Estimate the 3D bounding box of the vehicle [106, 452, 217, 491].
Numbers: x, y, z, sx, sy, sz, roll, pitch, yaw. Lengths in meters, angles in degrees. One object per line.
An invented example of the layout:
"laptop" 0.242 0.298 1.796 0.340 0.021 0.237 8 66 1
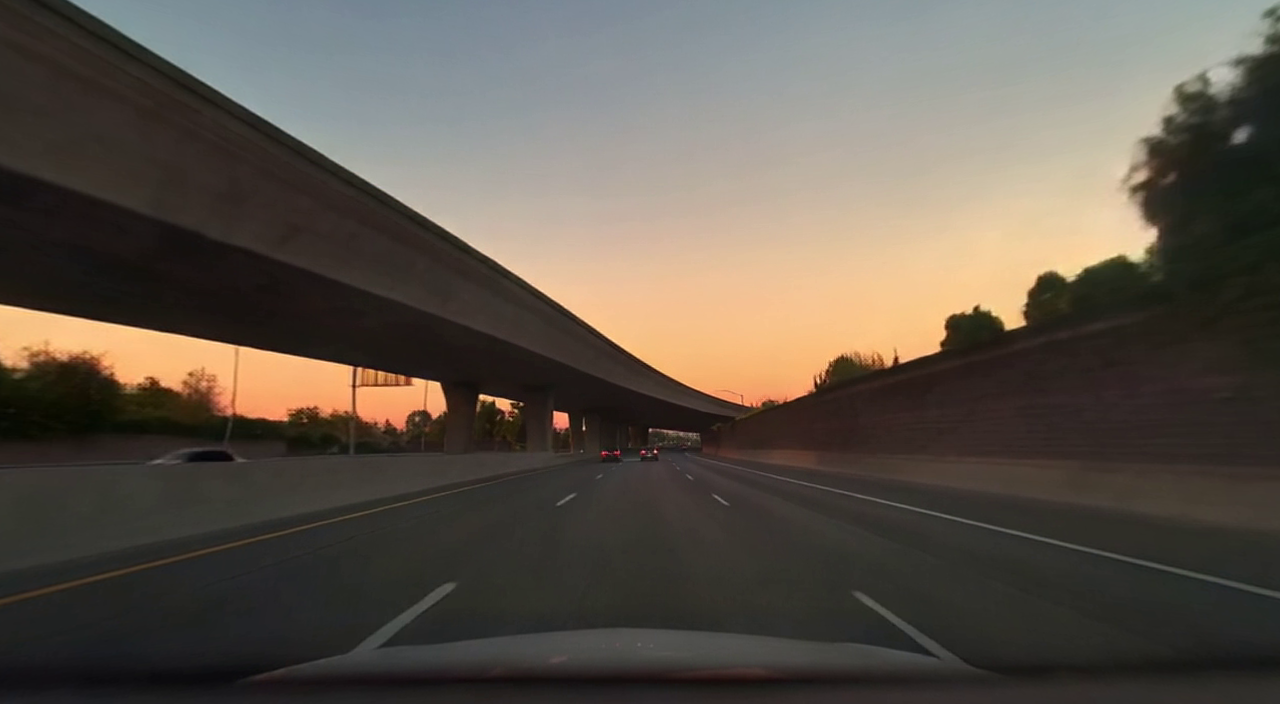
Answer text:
"vehicle" -20.102 4.998 26.601 1.830 1.508 3.563 0 -9 0
